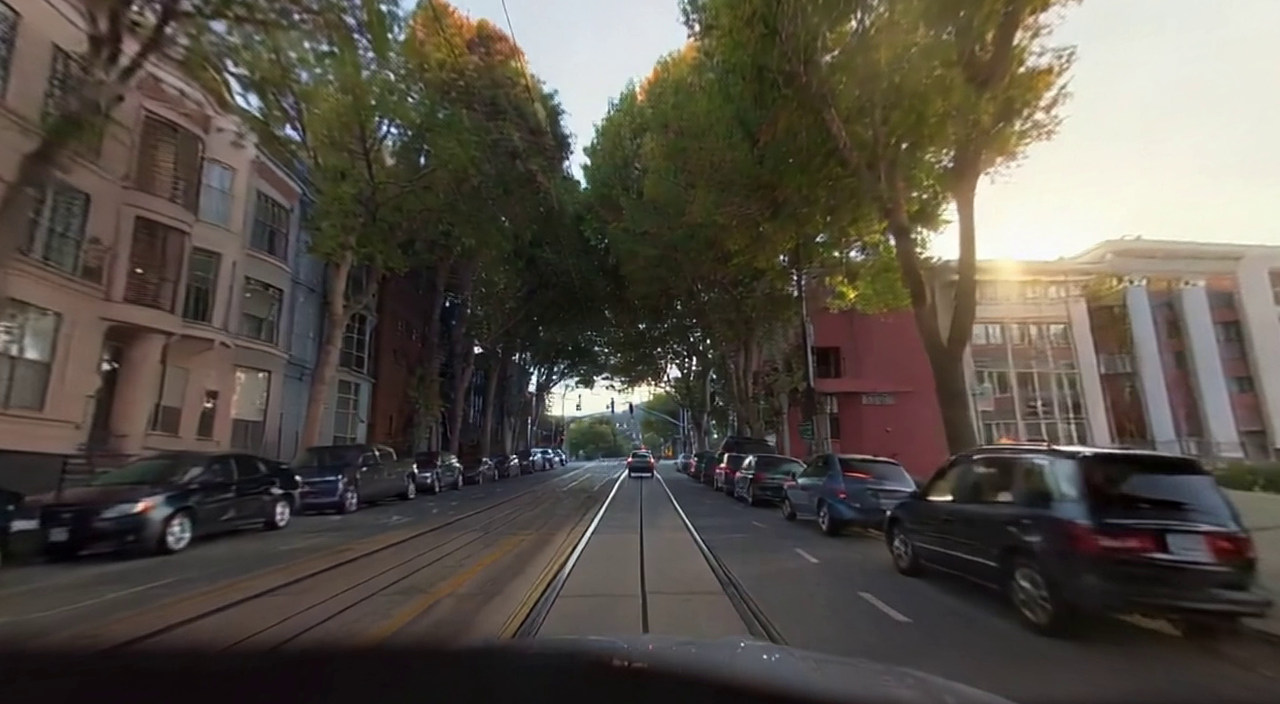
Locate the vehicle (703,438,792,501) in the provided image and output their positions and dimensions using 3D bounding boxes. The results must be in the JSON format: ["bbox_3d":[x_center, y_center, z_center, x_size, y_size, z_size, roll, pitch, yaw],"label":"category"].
[{"bbox_3d":[3.806,4.266,23.695,2.242,2.000,6.340,1,-8,0],"label":"vehicle"}]

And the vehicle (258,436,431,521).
[{"bbox_3d":[-7.307,3.145,16.369,2.049,1.821,5.066,0,-9,-1],"label":"vehicle"}]

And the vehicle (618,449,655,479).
[{"bbox_3d":[-0.189,6.211,35.292,1.984,1.571,3.404,0,-9,0],"label":"vehicle"}]

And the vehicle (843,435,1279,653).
[{"bbox_3d":[3.886,1.723,6.802,1.890,1.559,4.281,0,-9,-1],"label":"vehicle"}]

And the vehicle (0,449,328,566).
[{"bbox_3d":[-7.374,2.389,10.654,1.833,1.477,4.851,0,-9,-1],"label":"vehicle"}]
